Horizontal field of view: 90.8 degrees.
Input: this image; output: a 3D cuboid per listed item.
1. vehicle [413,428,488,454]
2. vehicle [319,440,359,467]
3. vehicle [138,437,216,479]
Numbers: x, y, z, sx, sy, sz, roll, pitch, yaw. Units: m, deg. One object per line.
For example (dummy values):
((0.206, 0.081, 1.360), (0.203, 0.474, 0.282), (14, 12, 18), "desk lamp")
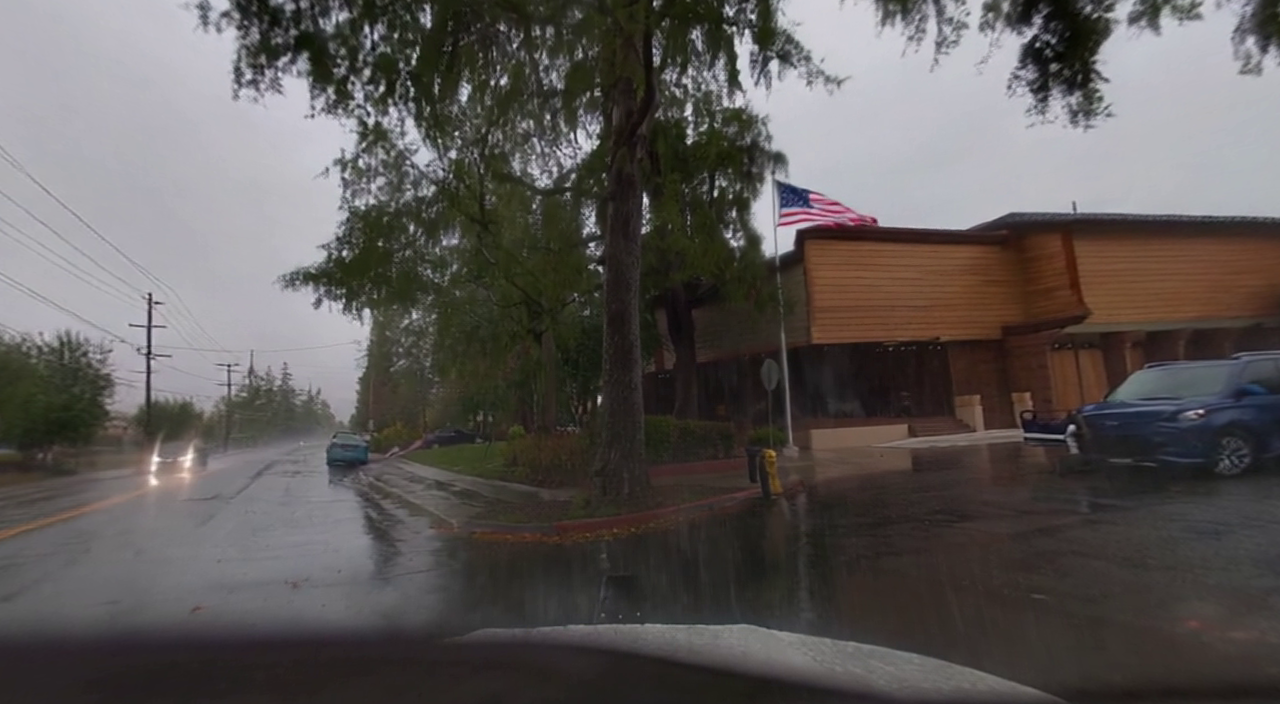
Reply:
((-13.506, 6.380, 45.104), (4.767, 1.735, 1.920), (4, -9, -27), "vehicle")
((-17.600, 5.910, 36.859), (1.941, 1.460, 4.206), (4, -9, -26), "vehicle")
((-21.771, 4.982, 29.912), (2.086, 1.798, 4.511), (4, -9, -25), "vehicle")
